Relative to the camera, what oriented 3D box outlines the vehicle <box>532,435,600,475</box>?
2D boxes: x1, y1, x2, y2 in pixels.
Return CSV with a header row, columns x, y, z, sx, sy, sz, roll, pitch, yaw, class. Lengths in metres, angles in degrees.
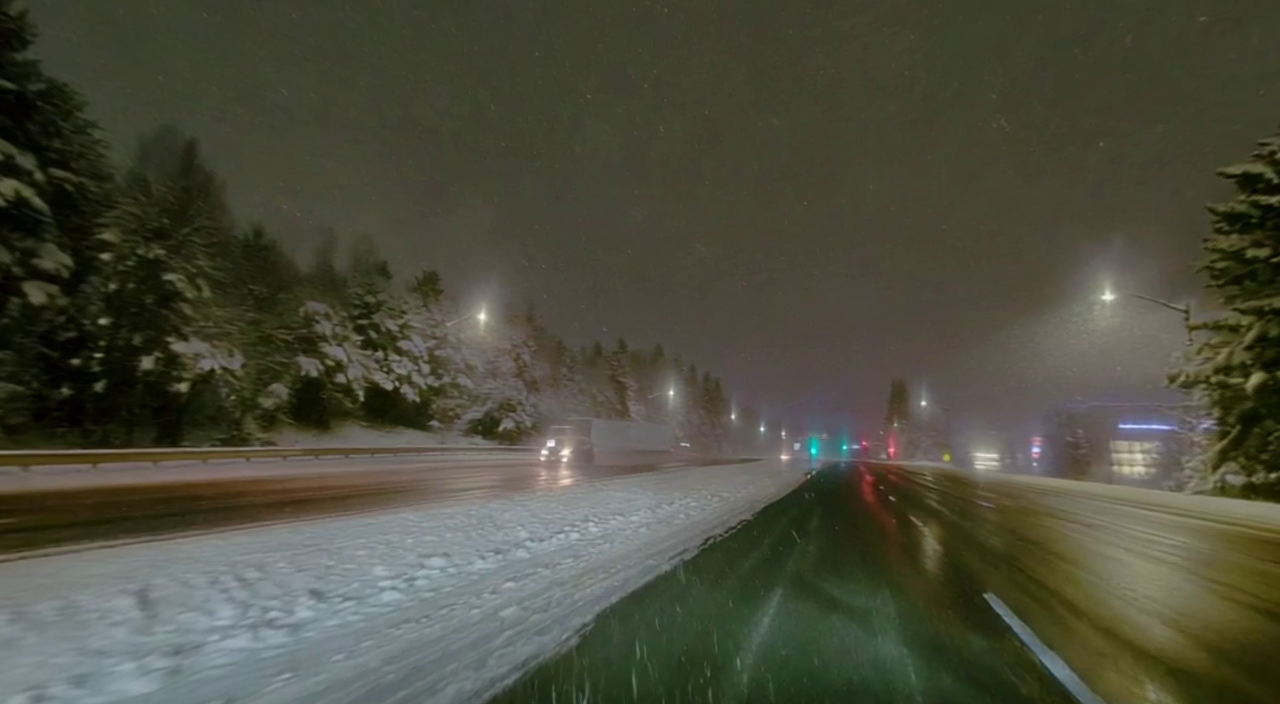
x,y,z,sx,sy,sz,roll,pitch,yaw,class
-3.517,5.004,30.853,1.932,1.781,3.906,-3,-9,16,vehicle
